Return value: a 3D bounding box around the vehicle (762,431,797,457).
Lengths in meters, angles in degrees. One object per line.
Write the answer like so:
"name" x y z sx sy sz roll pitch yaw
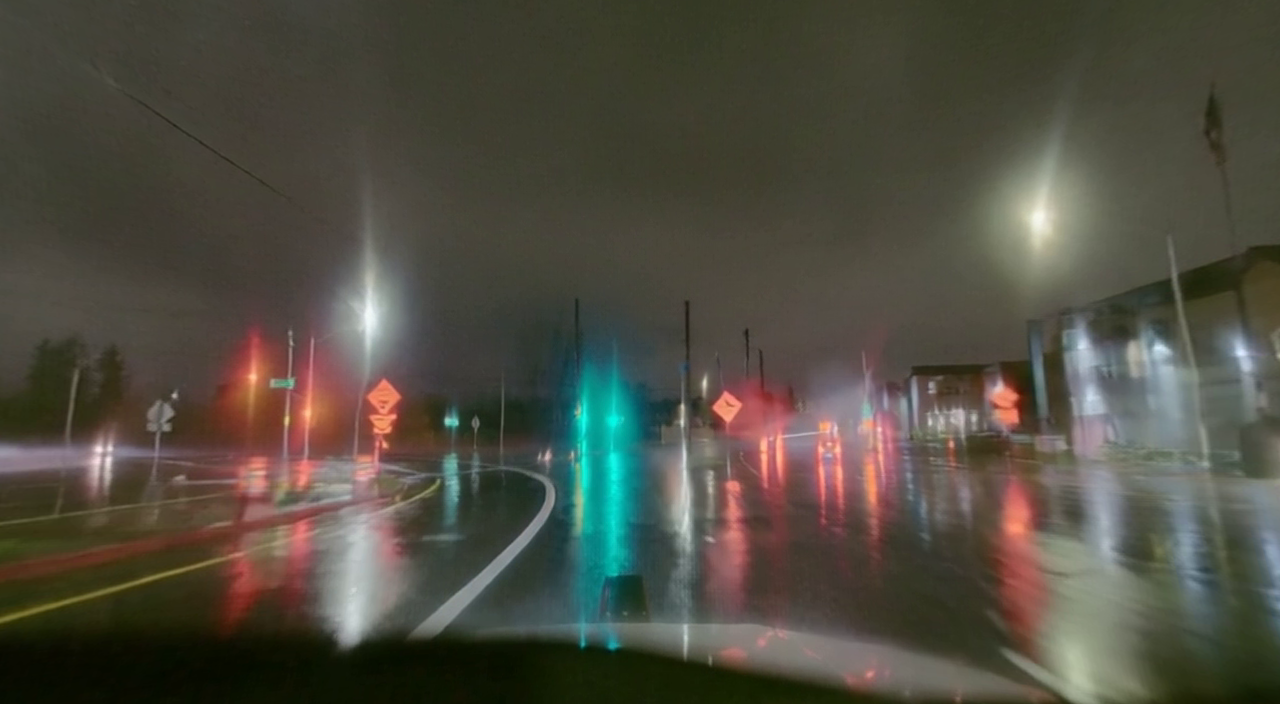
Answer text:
"vehicle" 10.219 6.797 46.532 2.150 1.779 4.423 -1 -9 8

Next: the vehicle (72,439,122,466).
"vehicle" -37.493 6.889 43.448 2.159 1.734 4.292 8 -12 -44

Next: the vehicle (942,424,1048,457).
"vehicle" 19.536 4.910 34.872 4.615 1.738 1.990 -1 -9 6
